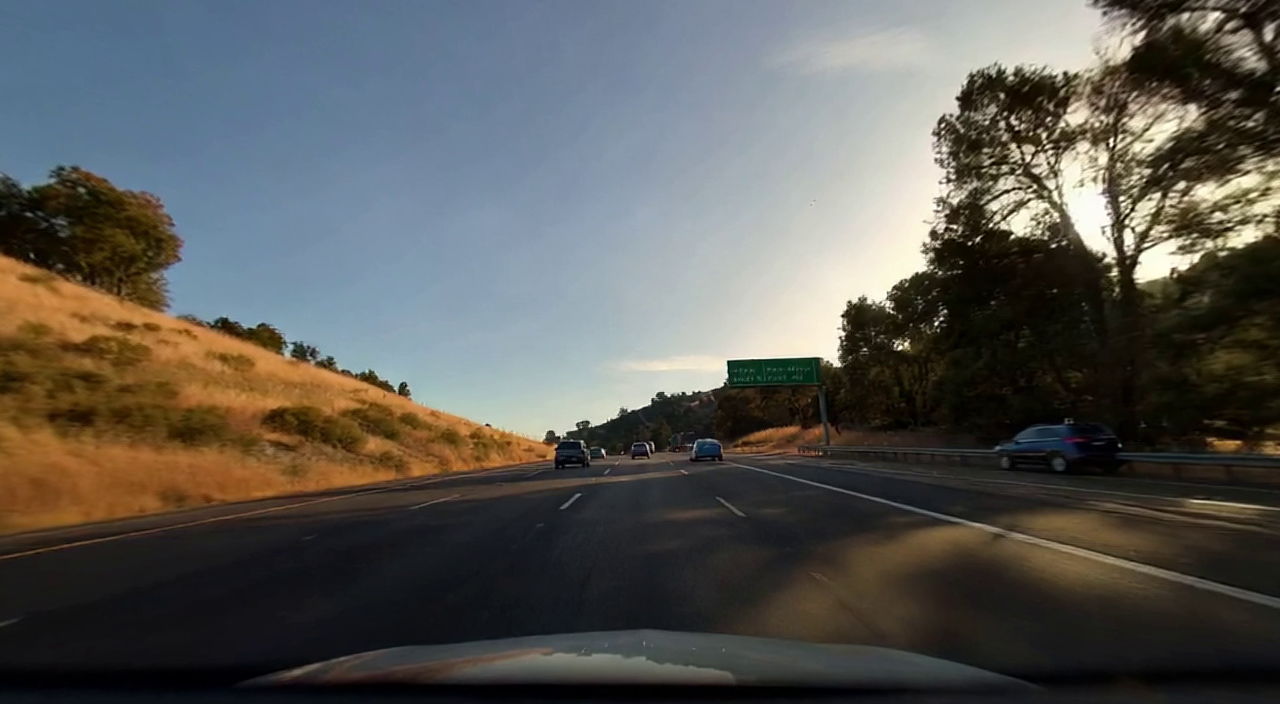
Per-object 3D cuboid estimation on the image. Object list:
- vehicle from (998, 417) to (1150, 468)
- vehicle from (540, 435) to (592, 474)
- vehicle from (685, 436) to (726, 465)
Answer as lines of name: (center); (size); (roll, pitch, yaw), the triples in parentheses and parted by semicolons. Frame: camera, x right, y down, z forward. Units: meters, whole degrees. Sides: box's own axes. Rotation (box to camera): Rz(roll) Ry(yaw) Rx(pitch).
vehicle: (17.702, 3.757, 26.185); (2.308, 1.886, 5.321); (0, -8, -3)
vehicle: (-3.766, 5.318, 33.016); (2.120, 1.855, 4.619); (0, -8, 0)
vehicle: (4.053, 6.189, 39.619); (1.995, 1.712, 4.206); (0, -8, -1)
